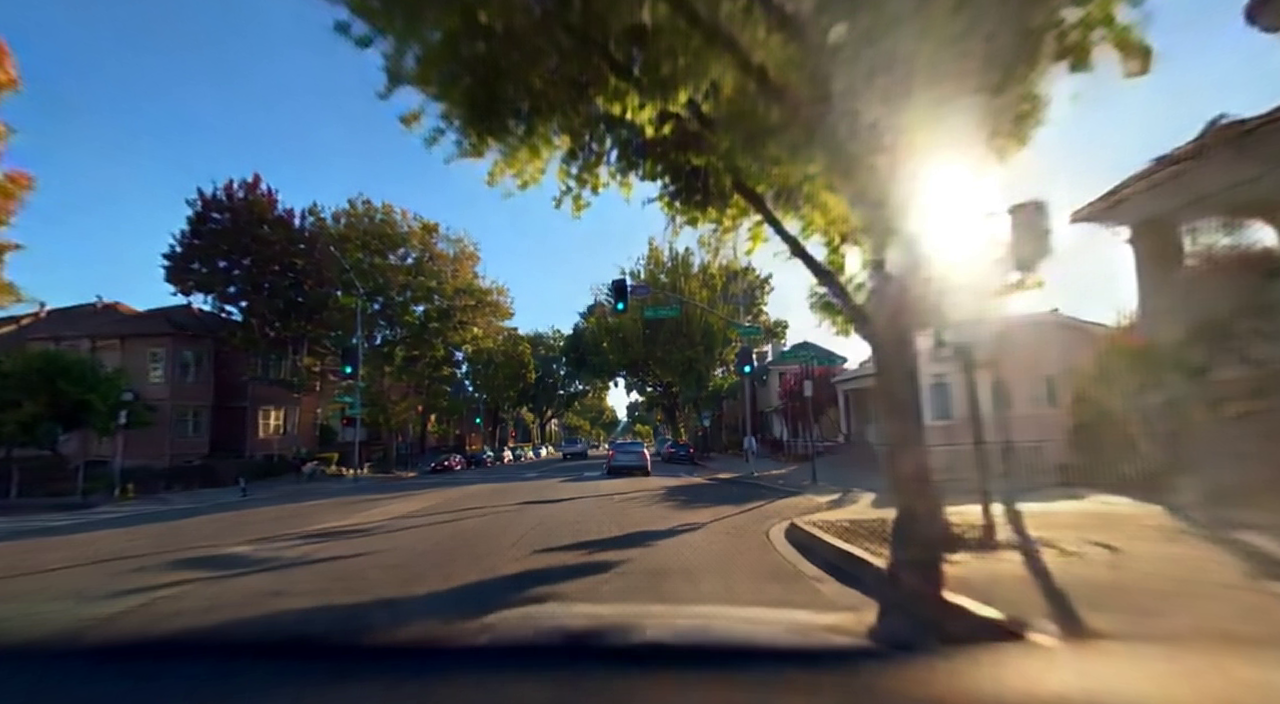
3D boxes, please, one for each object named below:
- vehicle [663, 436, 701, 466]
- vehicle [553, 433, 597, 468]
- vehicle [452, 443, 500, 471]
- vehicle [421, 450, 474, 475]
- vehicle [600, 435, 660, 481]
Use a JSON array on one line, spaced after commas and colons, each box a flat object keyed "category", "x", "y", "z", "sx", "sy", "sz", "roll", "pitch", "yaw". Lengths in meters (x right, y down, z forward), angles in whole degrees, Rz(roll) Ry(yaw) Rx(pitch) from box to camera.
[{"category": "vehicle", "x": 2.538, "y": 6.060, "z": 38.717, "sx": 1.969, "sy": 1.725, "sz": 4.387, "roll": 0, "pitch": -8, "yaw": -1}, {"category": "vehicle", "x": -3.627, "y": 5.566, "z": 35.747, "sx": 1.983, "sy": 1.841, "sz": 4.013, "roll": 0, "pitch": -8, "yaw": 1}, {"category": "vehicle", "x": -12.358, "y": 7.928, "z": 47.842, "sx": 2.109, "sy": 1.941, "sz": 6.025, "roll": 0, "pitch": -8, "yaw": -1}, {"category": "vehicle", "x": -12.233, "y": 7.020, "z": 40.306, "sx": 1.913, "sy": 1.475, "sz": 4.372, "roll": 0, "pitch": -8, "yaw": 1}, {"category": "vehicle", "x": -0.352, "y": 3.828, "z": 23.011, "sx": 1.998, "sy": 1.518, "sz": 4.015, "roll": 0, "pitch": -8, "yaw": -1}]
